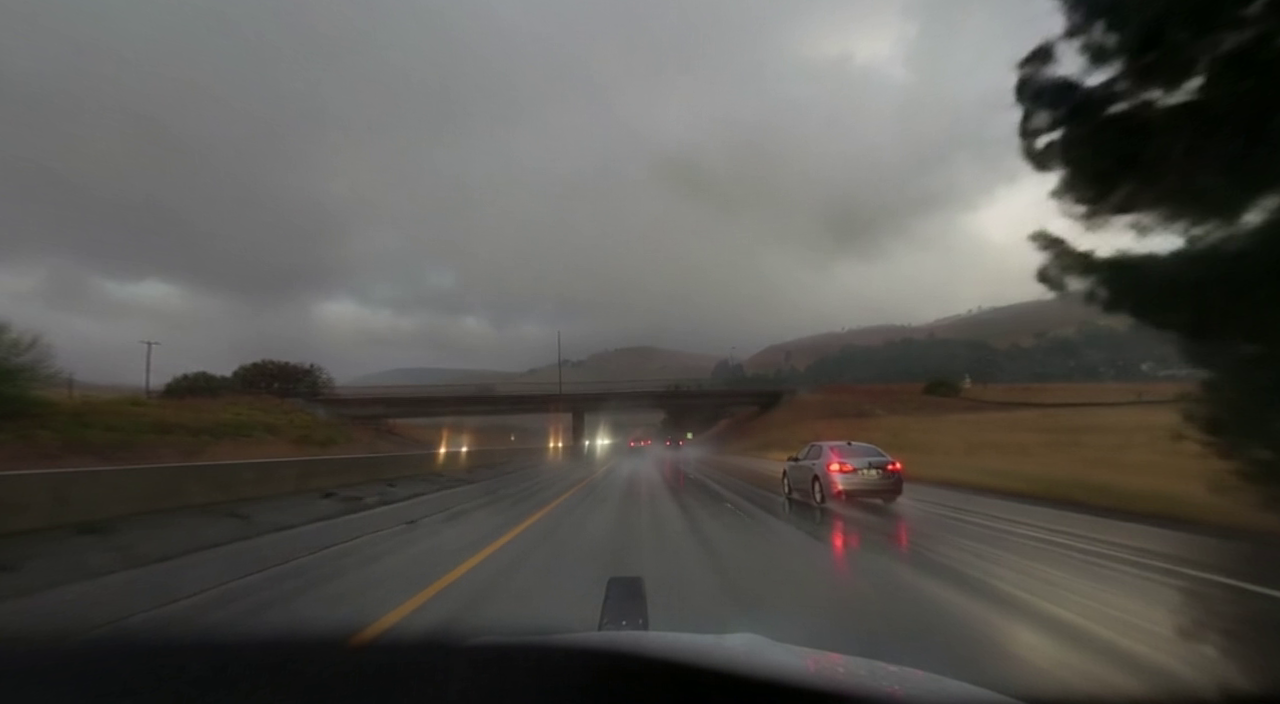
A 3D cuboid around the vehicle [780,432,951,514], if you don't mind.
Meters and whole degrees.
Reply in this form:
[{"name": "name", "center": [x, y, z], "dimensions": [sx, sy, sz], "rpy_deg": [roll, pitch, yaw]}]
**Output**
[{"name": "vehicle", "center": [4.695, 2.591, 14.057], "dimensions": [2.027, 1.487, 4.718], "rpy_deg": [0, -8, -1]}]
